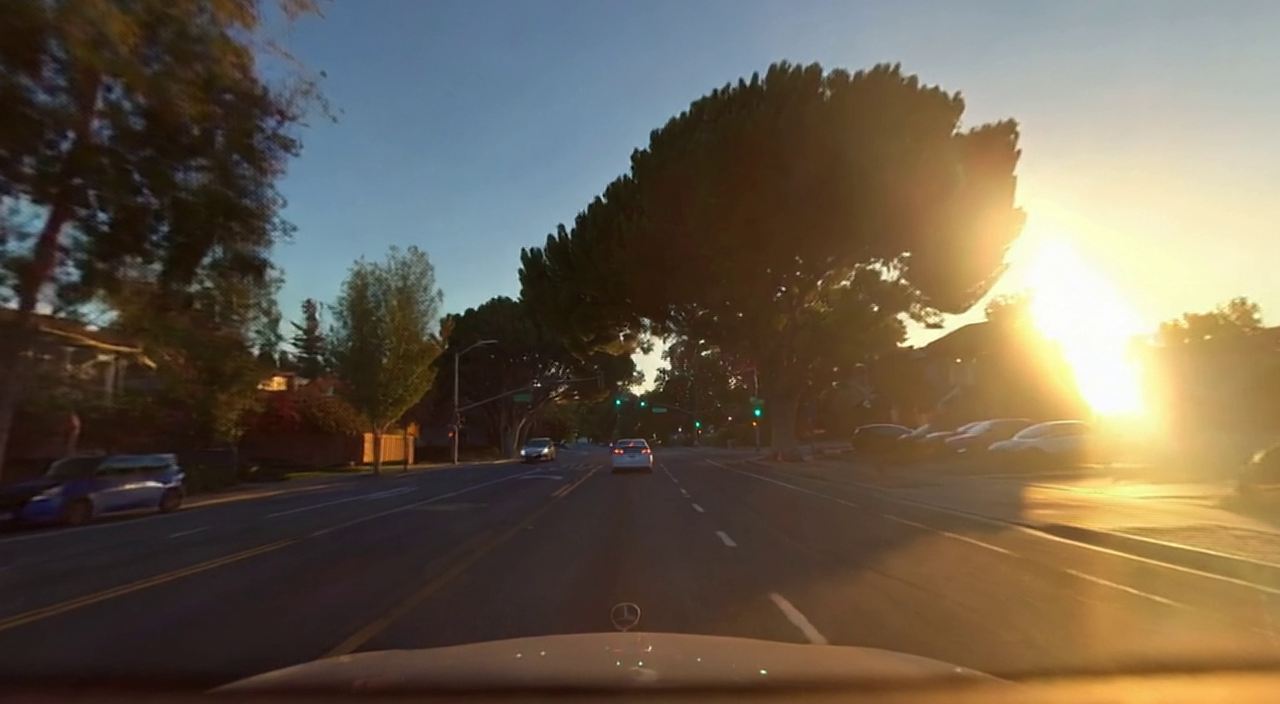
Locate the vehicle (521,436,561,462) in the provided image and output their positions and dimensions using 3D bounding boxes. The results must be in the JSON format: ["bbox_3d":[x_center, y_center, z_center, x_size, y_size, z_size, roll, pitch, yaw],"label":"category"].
[{"bbox_3d":[-7.026,6.981,45.372,2.117,1.756,4.375,0,-9,0],"label":"vehicle"}]

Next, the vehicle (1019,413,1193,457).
[{"bbox_3d":[16.681,3.003,22.823,4.658,1.495,1.978,0,-9,1],"label":"vehicle"}]

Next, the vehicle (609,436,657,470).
[{"bbox_3d":[-0.300,4.689,29.498,2.104,1.462,3.991,0,-9,0],"label":"vehicle"}]

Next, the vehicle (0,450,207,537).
[{"bbox_3d":[-12.980,3.245,15.201,1.957,1.754,4.393,0,-9,0],"label":"vehicle"}]
